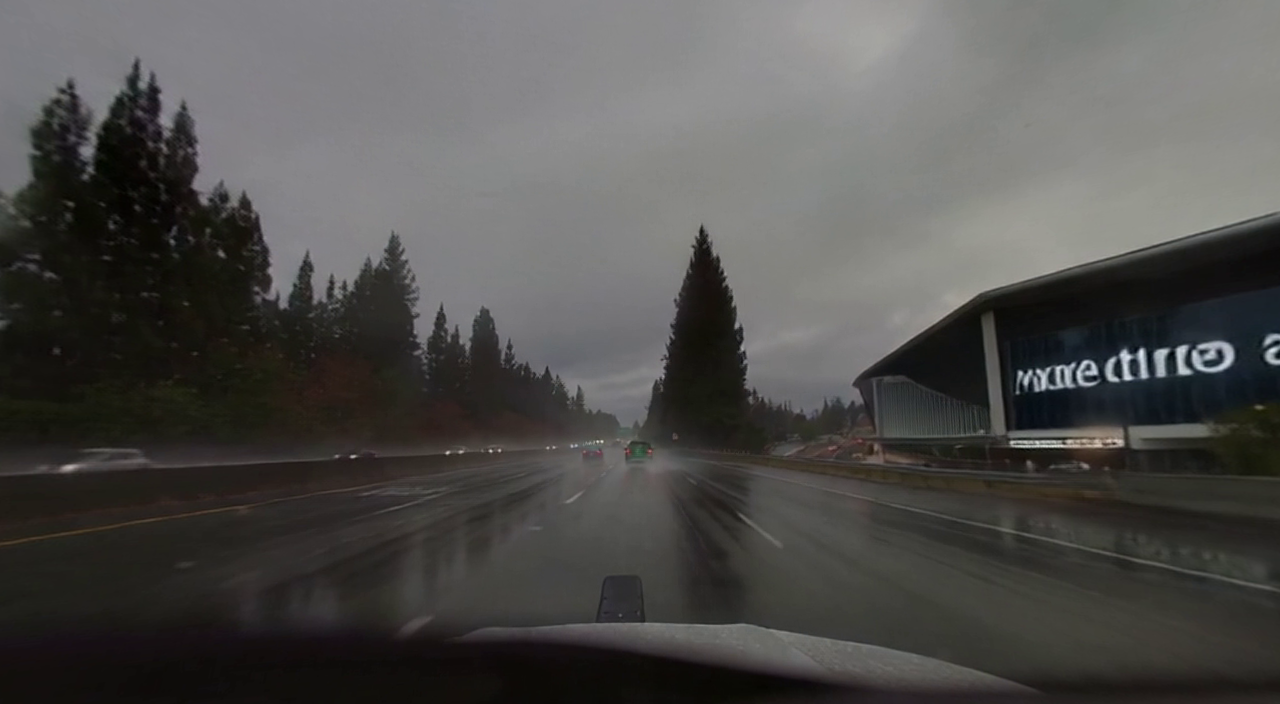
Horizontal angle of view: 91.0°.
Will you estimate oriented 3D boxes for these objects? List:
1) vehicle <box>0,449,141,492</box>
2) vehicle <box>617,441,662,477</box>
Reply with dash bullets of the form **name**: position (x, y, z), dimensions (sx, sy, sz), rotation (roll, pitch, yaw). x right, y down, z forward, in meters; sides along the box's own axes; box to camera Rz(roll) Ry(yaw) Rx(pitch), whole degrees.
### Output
- **vehicle**: position (-26.863, 5.535, 29.814), dimensions (2.019, 1.778, 5.299), rotation (0, -8, 0)
- **vehicle**: position (-0.048, 5.927, 35.102), dimensions (2.302, 1.810, 4.707), rotation (0, -8, -1)
